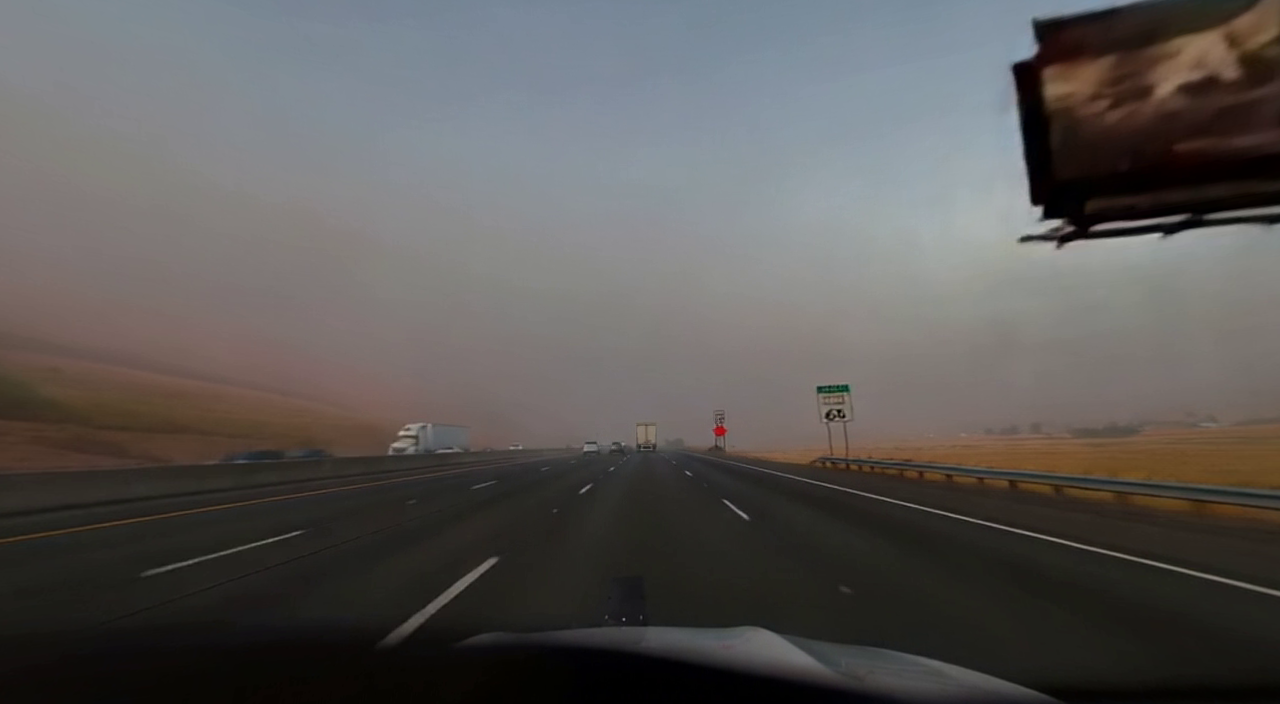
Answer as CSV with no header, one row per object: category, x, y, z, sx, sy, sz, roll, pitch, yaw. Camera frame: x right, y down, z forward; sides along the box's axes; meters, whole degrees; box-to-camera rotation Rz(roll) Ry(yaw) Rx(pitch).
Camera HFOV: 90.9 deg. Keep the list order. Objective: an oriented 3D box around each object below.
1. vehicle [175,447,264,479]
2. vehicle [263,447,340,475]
vehicle,-24.412,6.443,36.885,1.938,1.671,4.653,0,-8,1
vehicle,-20.556,6.600,38.580,1.973,1.580,4.750,0,-8,1
